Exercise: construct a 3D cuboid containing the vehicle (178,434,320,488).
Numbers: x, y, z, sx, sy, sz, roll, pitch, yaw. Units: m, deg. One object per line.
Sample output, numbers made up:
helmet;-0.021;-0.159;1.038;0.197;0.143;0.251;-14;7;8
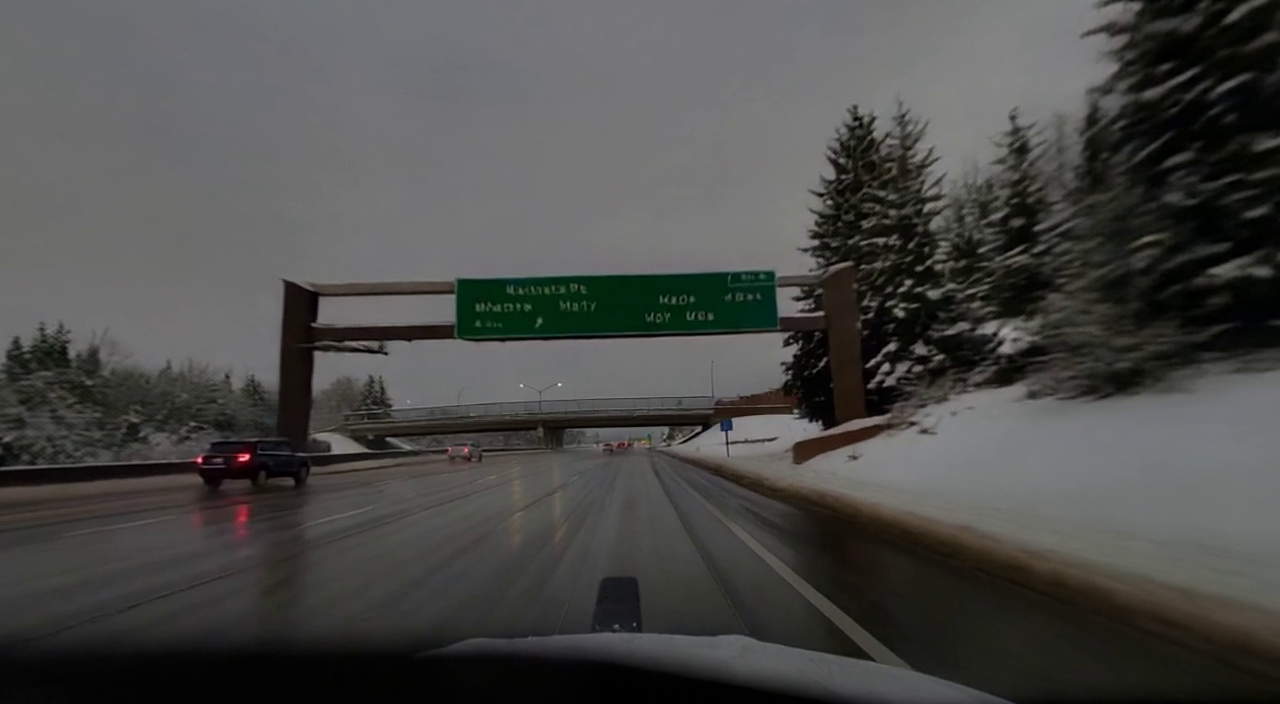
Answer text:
vehicle;-14.477;4.025;23.866;2.049;1.792;5.177;0;-8;0
